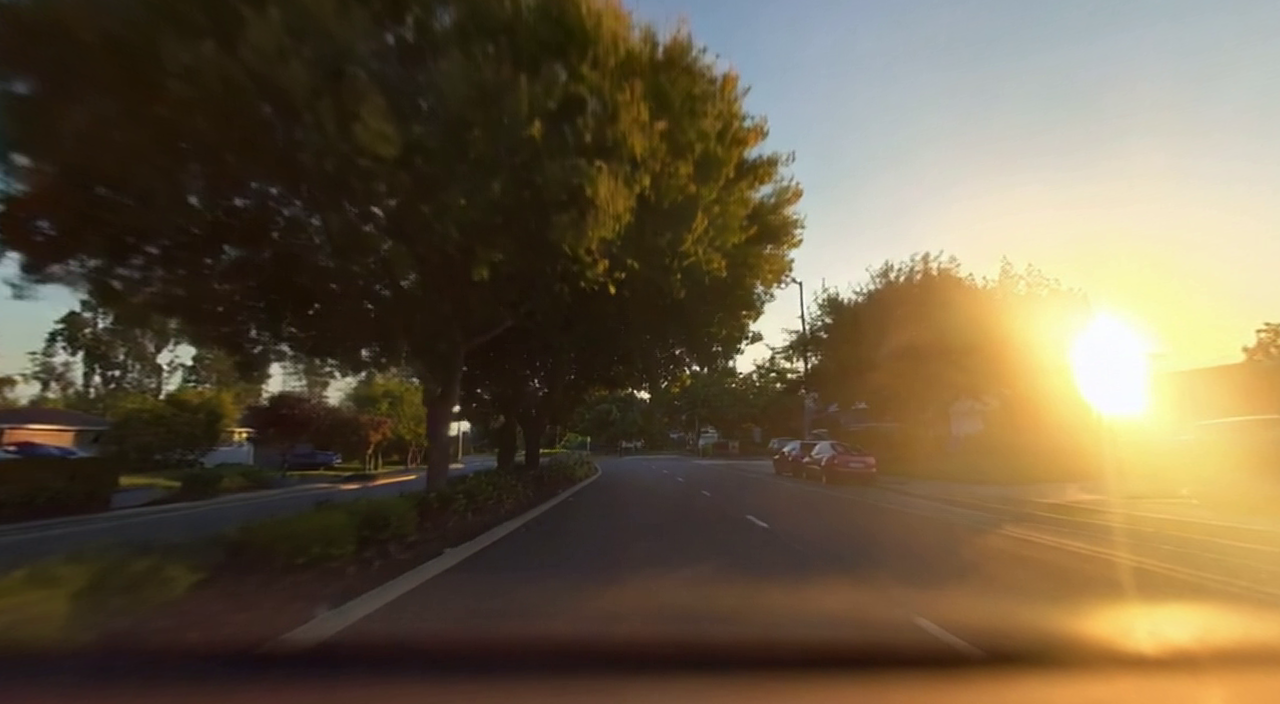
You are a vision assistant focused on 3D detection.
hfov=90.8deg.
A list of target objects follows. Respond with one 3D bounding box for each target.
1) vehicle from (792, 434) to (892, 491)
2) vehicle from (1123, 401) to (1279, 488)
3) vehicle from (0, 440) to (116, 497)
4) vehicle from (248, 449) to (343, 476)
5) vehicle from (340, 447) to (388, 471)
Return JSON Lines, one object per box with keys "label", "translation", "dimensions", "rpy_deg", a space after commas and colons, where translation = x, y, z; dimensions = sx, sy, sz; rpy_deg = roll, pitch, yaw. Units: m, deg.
{"label": "vehicle", "translation": [6.760, 3.741, 21.763], "dimensions": [1.996, 1.745, 4.556], "rpy_deg": [-1, -8, 1]}
{"label": "vehicle", "translation": [15.231, 2.203, 15.678], "dimensions": [4.513, 1.818, 2.159], "rpy_deg": [-5, -8, 0]}
{"label": "vehicle", "translation": [-21.171, 3.823, 20.857], "dimensions": [5.659, 1.769, 2.073], "rpy_deg": [0, -8, -3]}
{"label": "vehicle", "translation": [-20.127, 6.441, 37.085], "dimensions": [4.367, 1.466, 1.980], "rpy_deg": [0, -8, -3]}
{"label": "vehicle", "translation": [-18.770, 7.290, 43.140], "dimensions": [1.998, 1.492, 4.660], "rpy_deg": [1, -8, -11]}
